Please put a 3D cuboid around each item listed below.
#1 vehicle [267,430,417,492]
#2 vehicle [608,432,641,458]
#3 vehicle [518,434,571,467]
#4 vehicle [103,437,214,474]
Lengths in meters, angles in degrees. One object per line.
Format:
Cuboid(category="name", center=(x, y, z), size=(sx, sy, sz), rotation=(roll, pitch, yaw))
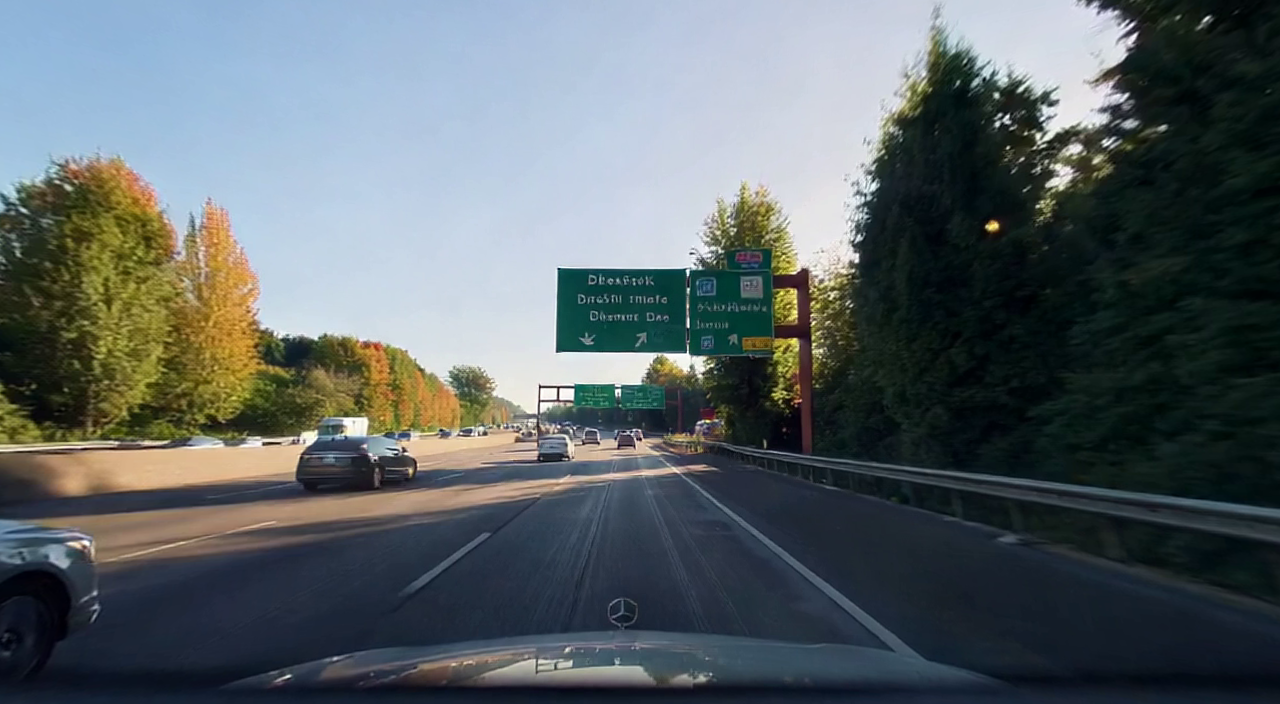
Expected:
Cuboid(category="vehicle", center=(-8.407, 3.078, 18.345), size=(1.953, 1.524, 4.863), rotation=(0, -8, 1))
Cuboid(category="vehicle", center=(-0.979, 5.941, 40.309), size=(2.002, 1.611, 3.778), rotation=(0, -8, 0))
Cuboid(category="vehicle", center=(-4.470, 4.672, 30.014), size=(1.909, 1.445, 4.087), rotation=(0, -8, 0))
Cuboid(category="vehicle", center=(-21.129, 4.519, 27.822), size=(1.791, 1.468, 3.901), rotation=(0, -8, 0))
